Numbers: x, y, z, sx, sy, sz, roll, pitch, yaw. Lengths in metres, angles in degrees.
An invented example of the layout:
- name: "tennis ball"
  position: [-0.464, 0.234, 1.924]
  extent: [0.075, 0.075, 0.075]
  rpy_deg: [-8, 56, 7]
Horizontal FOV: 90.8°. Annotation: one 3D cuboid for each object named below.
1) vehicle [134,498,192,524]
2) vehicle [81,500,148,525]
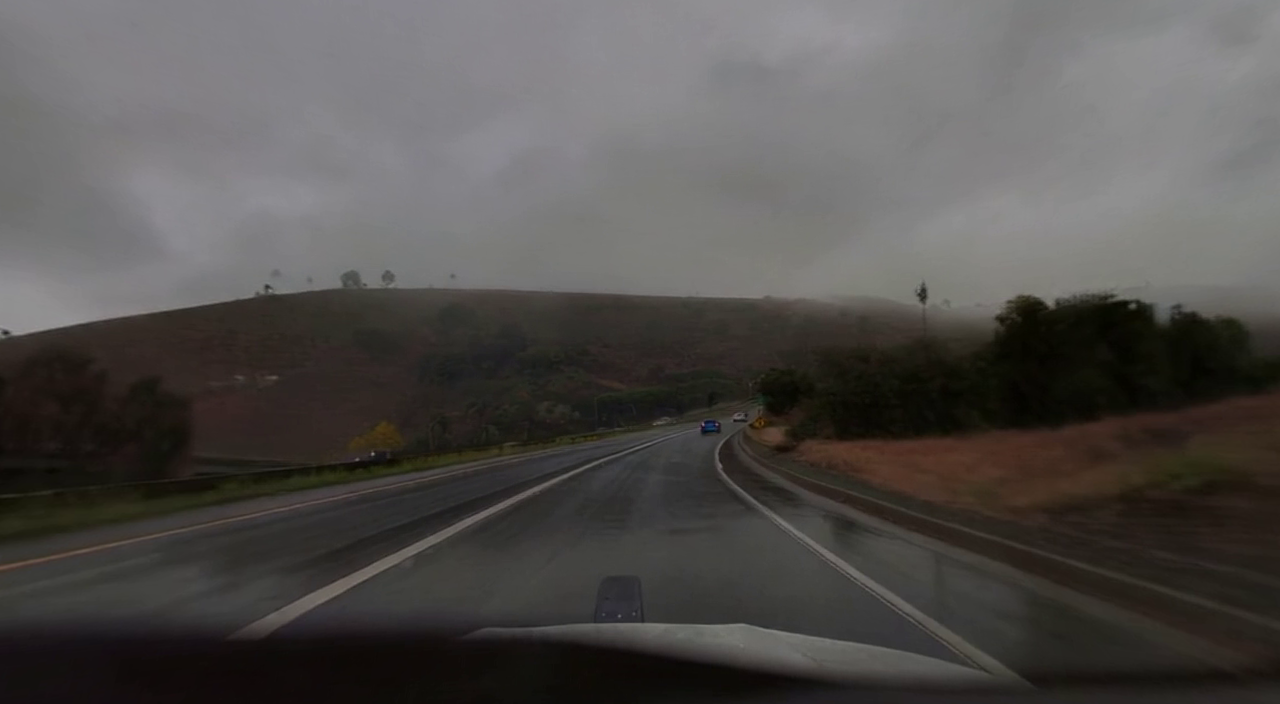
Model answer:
- name: "vehicle"
  position: [-37.136, 12.390, 49.303]
  extent: [1.762, 1.478, 3.670]
  rpy_deg: [5, -9, -5]
- name: "vehicle"
  position: [-41.140, 12.544, 49.529]
  extent: [1.772, 1.502, 4.002]
  rpy_deg: [-1, -8, 0]
